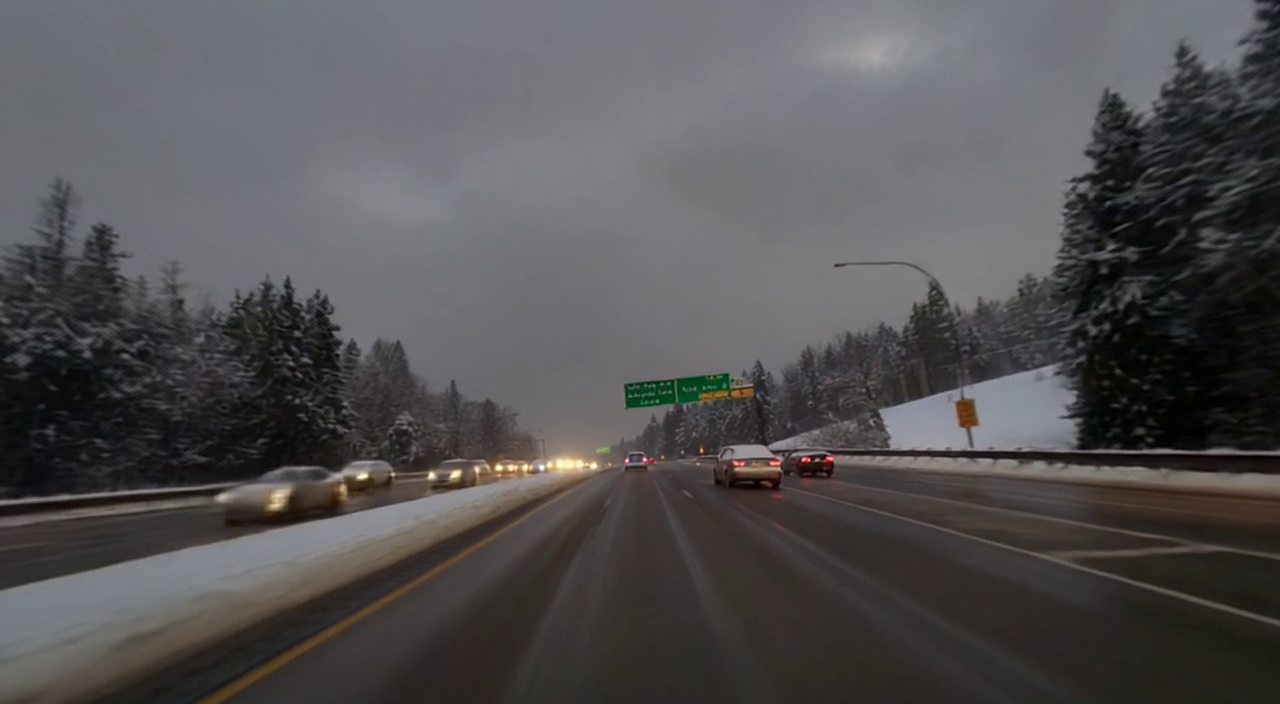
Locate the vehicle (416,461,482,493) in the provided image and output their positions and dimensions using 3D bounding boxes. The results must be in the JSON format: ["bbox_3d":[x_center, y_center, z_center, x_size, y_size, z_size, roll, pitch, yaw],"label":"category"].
[{"bbox_3d":[-10.090,6.630,33.791,2.069,1.447,4.361,0,-8,1],"label":"vehicle"}]

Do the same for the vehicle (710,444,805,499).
[{"bbox_3d":[3.475,3.603,19.508,1.972,1.488,4.335,0,-8,-2],"label":"vehicle"}]

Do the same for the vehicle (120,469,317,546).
[{"bbox_3d":[-10.630,3.909,16.428,1.791,1.523,4.364,-1,-8,5],"label":"vehicle"}]

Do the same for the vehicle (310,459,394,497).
[{"bbox_3d":[-14.305,6.264,31.715,1.915,1.624,4.872,0,-8,0],"label":"vehicle"}]

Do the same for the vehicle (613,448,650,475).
[{"bbox_3d":[-0.477,6.527,37.869,2.090,1.510,4.280,0,-8,0],"label":"vehicle"}]

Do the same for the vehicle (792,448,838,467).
[{"bbox_3d":[13.187,7.963,47.925,2.042,1.390,4.386,0,-8,-3],"label":"vehicle"}]
